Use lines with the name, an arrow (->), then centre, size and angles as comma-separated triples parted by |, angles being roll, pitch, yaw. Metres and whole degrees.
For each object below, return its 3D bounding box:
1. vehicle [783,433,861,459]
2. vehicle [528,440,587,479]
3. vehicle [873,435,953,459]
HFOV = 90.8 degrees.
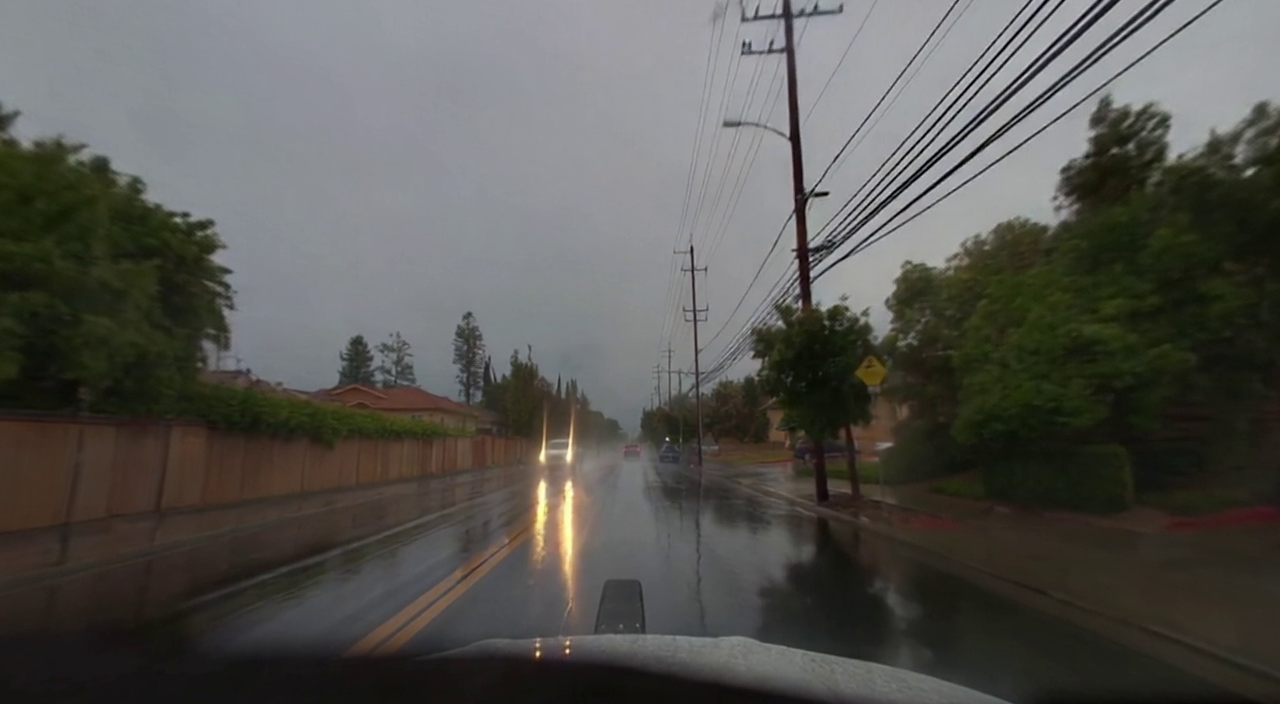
vehicle -> 12.432, 6.461, 43.435 | 4.701, 1.745, 2.083 | -1, -9, 2
vehicle -> -3.753, 4.993, 29.520 | 2.146, 1.657, 4.351 | 0, -9, 0
vehicle -> 18.680, 6.535, 43.401 | 4.558, 1.554, 1.990 | -1, -9, 4
